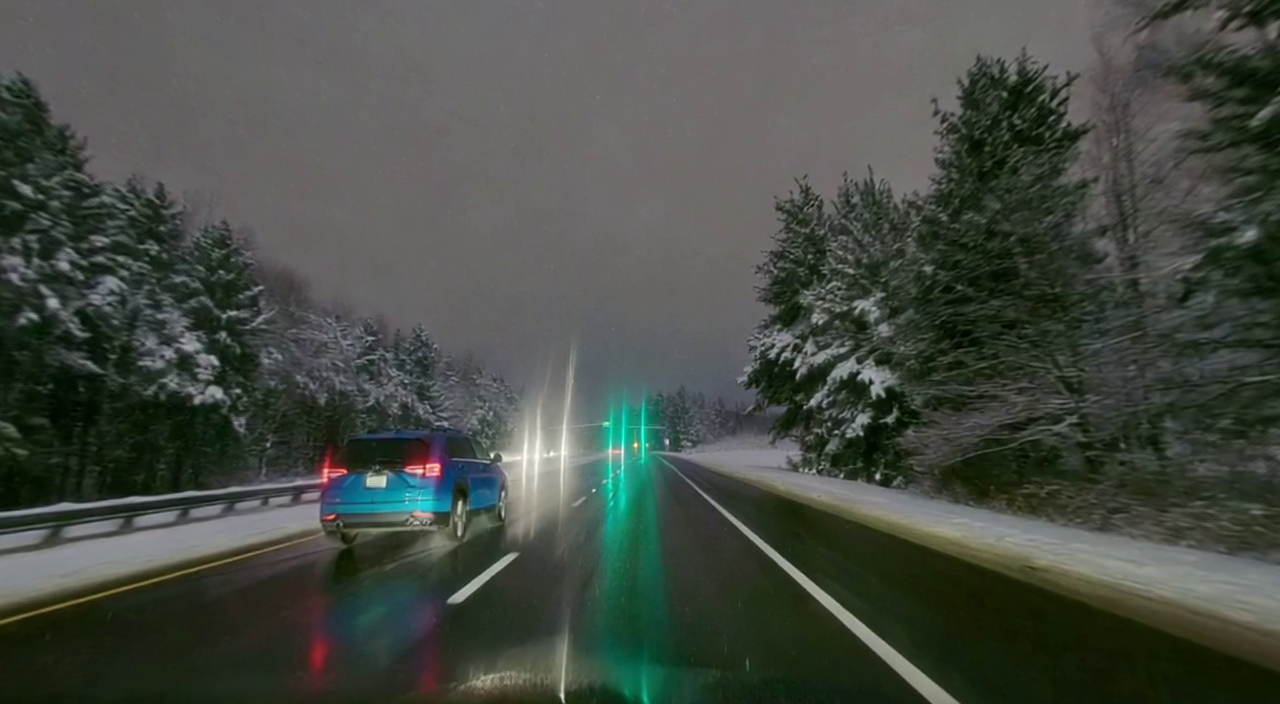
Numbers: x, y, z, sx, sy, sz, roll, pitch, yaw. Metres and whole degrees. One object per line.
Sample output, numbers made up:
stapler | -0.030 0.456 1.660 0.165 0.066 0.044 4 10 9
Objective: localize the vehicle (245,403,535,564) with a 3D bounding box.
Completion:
vehicle | -3.376 1.912 9.974 2.336 1.857 4.986 -1 -8 3
